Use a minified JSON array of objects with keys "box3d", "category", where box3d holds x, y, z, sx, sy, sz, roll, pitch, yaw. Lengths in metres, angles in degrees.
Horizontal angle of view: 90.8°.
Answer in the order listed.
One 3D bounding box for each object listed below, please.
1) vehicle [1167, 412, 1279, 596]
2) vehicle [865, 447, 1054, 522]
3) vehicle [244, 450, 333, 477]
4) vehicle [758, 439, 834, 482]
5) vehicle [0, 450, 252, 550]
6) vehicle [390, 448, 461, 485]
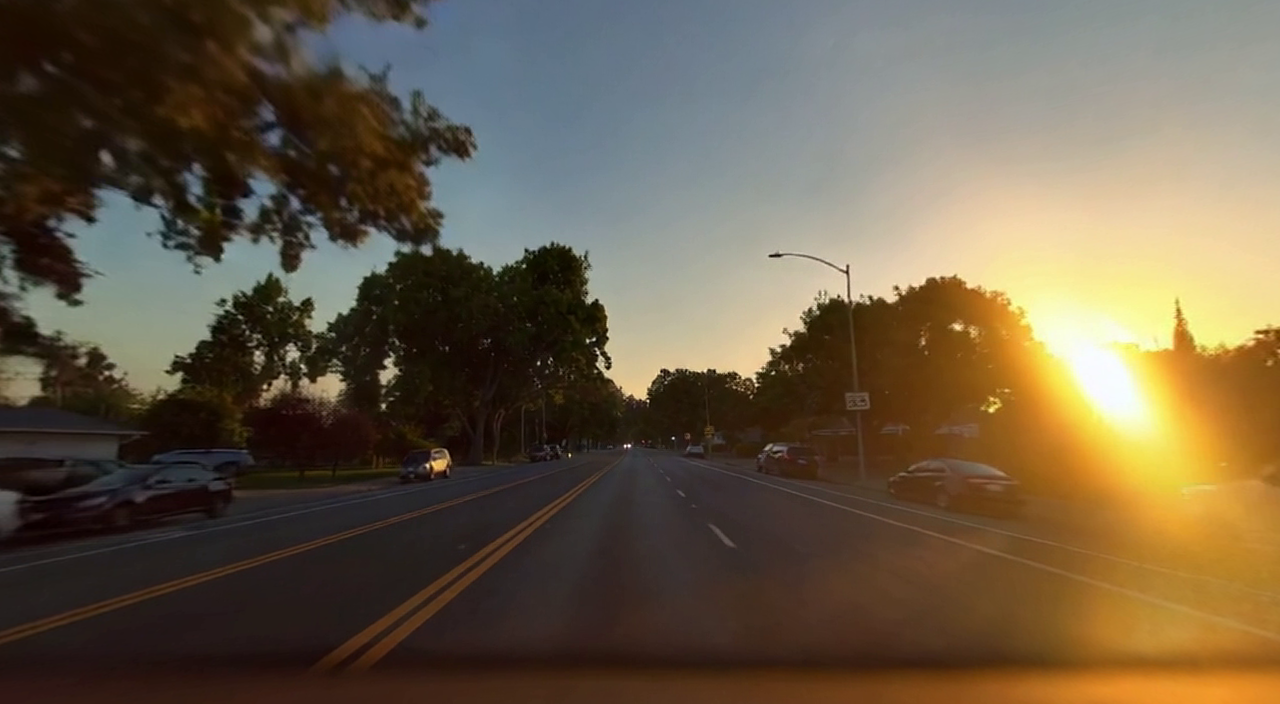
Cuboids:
[{"box3d":[7.340,1.293,4.849,2.064,1.802,5.293,0,-9,1],"category":"vehicle"},{"box3d":[7.286,3.030,15.128,1.982,1.479,4.687,0,-9,-1],"category":"vehicle"},{"box3d":[-20.536,6.531,37.035,4.055,1.511,1.898,0,-9,-4],"category":"vehicle"},{"box3d":[7.021,4.926,29.110,2.087,1.762,5.493,0,-9,0],"category":"vehicle"},{"box3d":[-10.553,2.943,13.258,1.974,1.682,4.339,-2,-9,1],"category":"vehicle"},{"box3d":[-10.877,5.824,32.426,2.048,1.692,4.635,-2,-9,0],"category":"vehicle"}]
